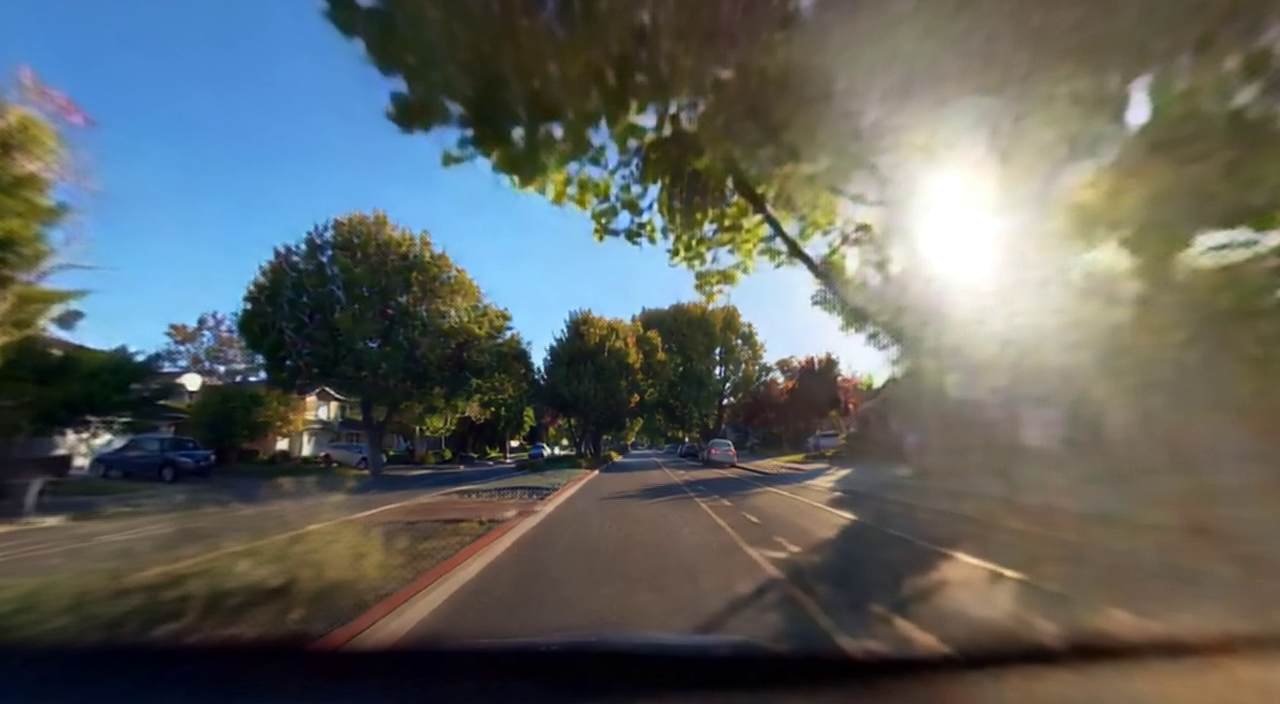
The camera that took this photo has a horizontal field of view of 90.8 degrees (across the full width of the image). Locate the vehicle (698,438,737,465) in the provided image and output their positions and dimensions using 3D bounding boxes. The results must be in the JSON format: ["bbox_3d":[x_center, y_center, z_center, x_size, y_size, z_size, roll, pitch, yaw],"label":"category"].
[{"bbox_3d":[5.127,6.671,42.412,2.001,1.693,4.311,0,-8,-1],"label":"vehicle"}]

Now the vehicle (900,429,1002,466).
[{"bbox_3d":[15.445,4.756,31.538,4.010,1.751,1.922,-1,-8,3],"label":"vehicle"}]

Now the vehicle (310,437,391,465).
[{"bbox_3d":[-20.358,6.992,44.560,4.564,1.895,2.221,-1,-8,6],"label":"vehicle"}]

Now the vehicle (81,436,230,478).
[{"bbox_3d":[-21.944,4.773,28.813,4.889,1.822,2.159,0,-8,-2],"label":"vehicle"}]
